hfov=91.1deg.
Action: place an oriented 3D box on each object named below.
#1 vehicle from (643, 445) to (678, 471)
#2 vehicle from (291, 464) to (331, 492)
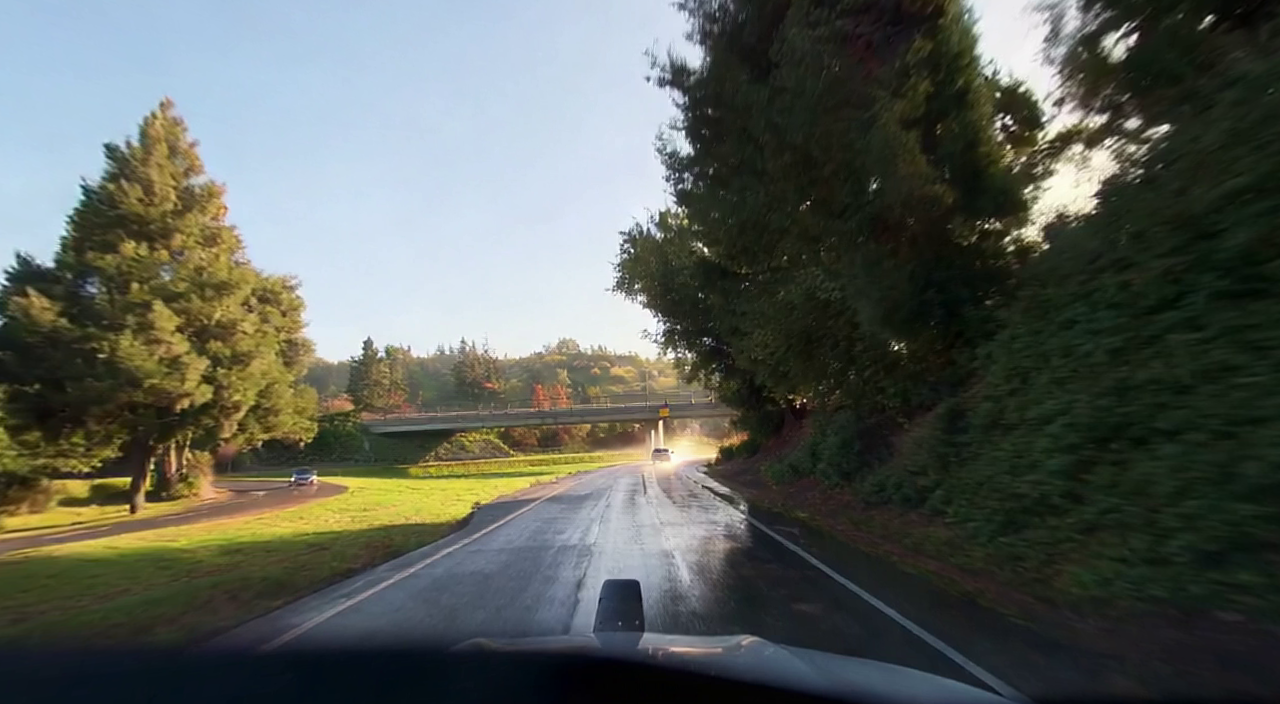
[{"bbox_3d":[1.223,6.368,37.950,1.980,1.449,3.650,-1,-9,2],"label":"vehicle"},{"bbox_3d":[-21.683,8.264,41.350,1.877,1.603,4.215,5,-10,-33],"label":"vehicle"}]
